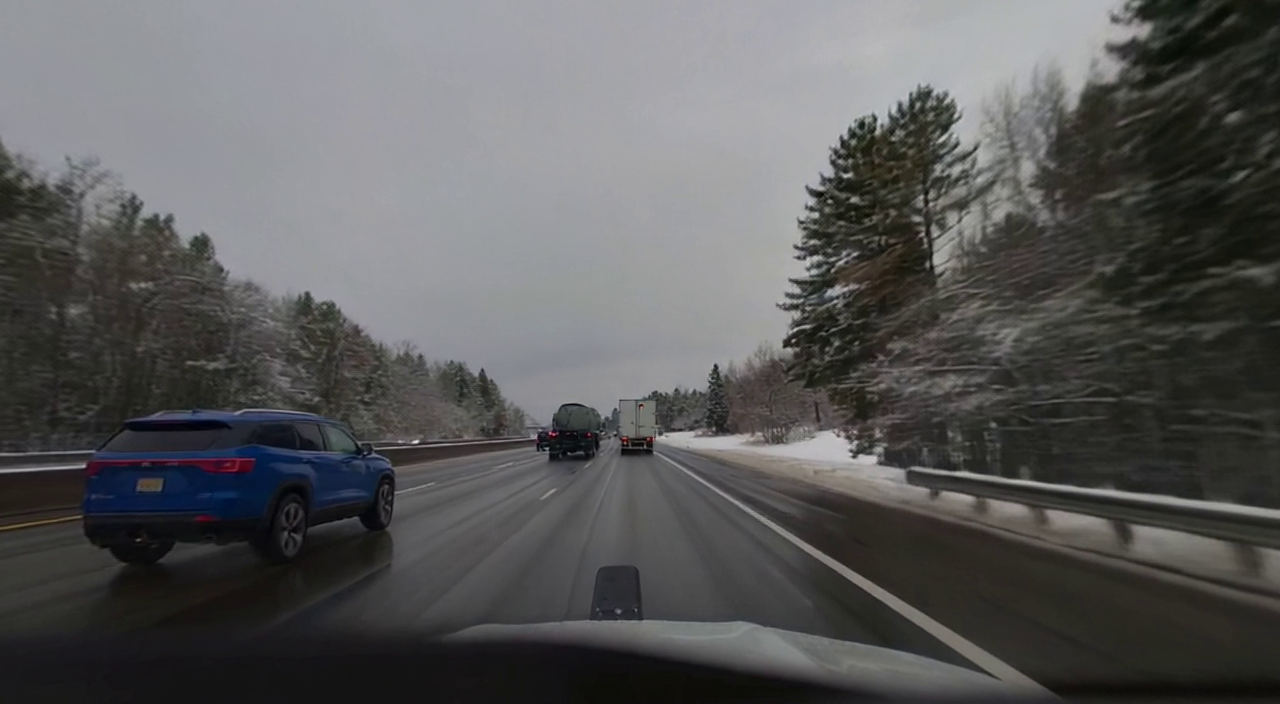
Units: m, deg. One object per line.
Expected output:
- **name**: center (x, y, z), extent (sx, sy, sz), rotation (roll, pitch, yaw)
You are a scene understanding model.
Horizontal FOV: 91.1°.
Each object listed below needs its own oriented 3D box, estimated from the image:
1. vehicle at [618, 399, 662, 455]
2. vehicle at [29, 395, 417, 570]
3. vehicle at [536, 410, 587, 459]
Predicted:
- **vehicle**: center (-0.154, 5.918, 48.982), extent (3.078, 3.955, 8.774), rotation (1, -8, -2)
- **vehicle**: center (-4.837, 1.568, 8.389), extent (2.089, 1.669, 4.515), rotation (0, -8, 0)
- **vehicle**: center (-4.671, 5.048, 38.220), extent (2.383, 2.726, 5.677), rotation (0, -8, 0)
